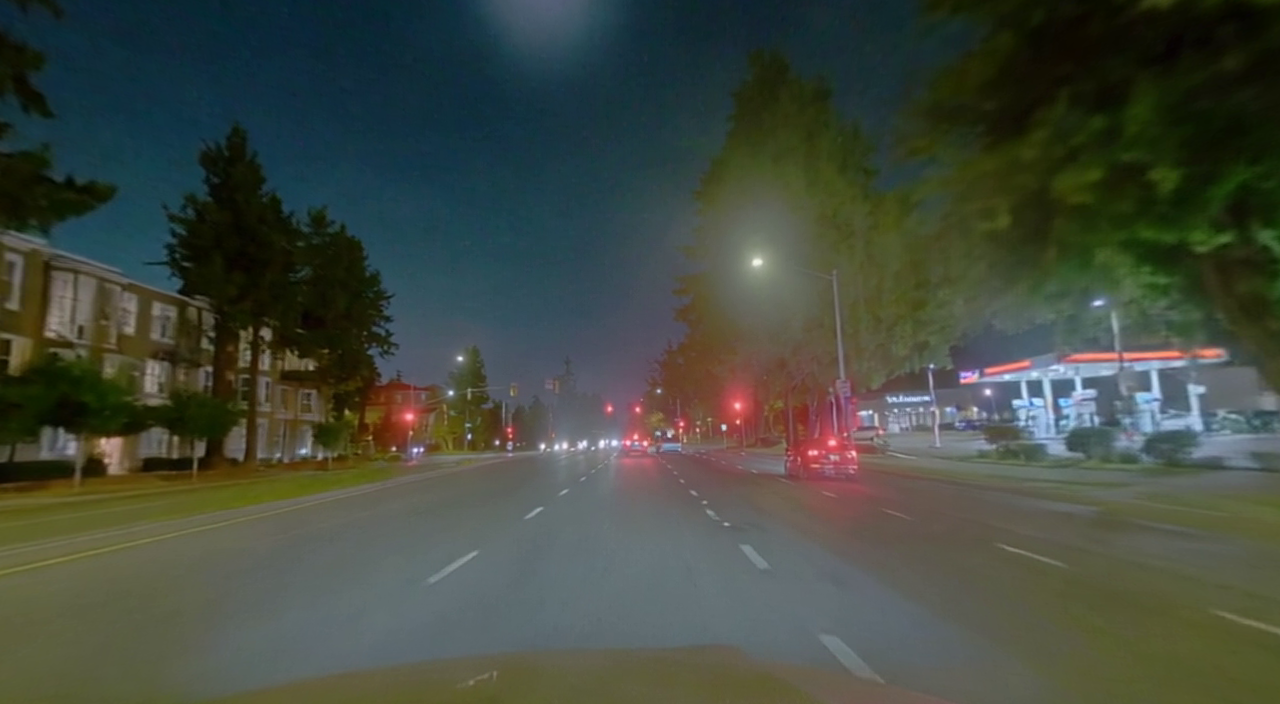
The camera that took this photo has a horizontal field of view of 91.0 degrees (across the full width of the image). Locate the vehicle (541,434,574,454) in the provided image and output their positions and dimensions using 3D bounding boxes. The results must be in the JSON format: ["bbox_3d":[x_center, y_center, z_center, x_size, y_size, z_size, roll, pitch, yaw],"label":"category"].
[{"bbox_3d":[-6.378,7.207,49.139,2.033,1.442,4.668,0,-8,-1],"label":"vehicle"}]

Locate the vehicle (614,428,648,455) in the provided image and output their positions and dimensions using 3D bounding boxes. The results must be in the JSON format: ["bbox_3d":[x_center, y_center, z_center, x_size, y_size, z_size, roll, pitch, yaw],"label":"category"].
[{"bbox_3d":[-0.615,6.096,42.790,2.146,1.742,4.095,0,-8,-1],"label":"vehicle"}]
